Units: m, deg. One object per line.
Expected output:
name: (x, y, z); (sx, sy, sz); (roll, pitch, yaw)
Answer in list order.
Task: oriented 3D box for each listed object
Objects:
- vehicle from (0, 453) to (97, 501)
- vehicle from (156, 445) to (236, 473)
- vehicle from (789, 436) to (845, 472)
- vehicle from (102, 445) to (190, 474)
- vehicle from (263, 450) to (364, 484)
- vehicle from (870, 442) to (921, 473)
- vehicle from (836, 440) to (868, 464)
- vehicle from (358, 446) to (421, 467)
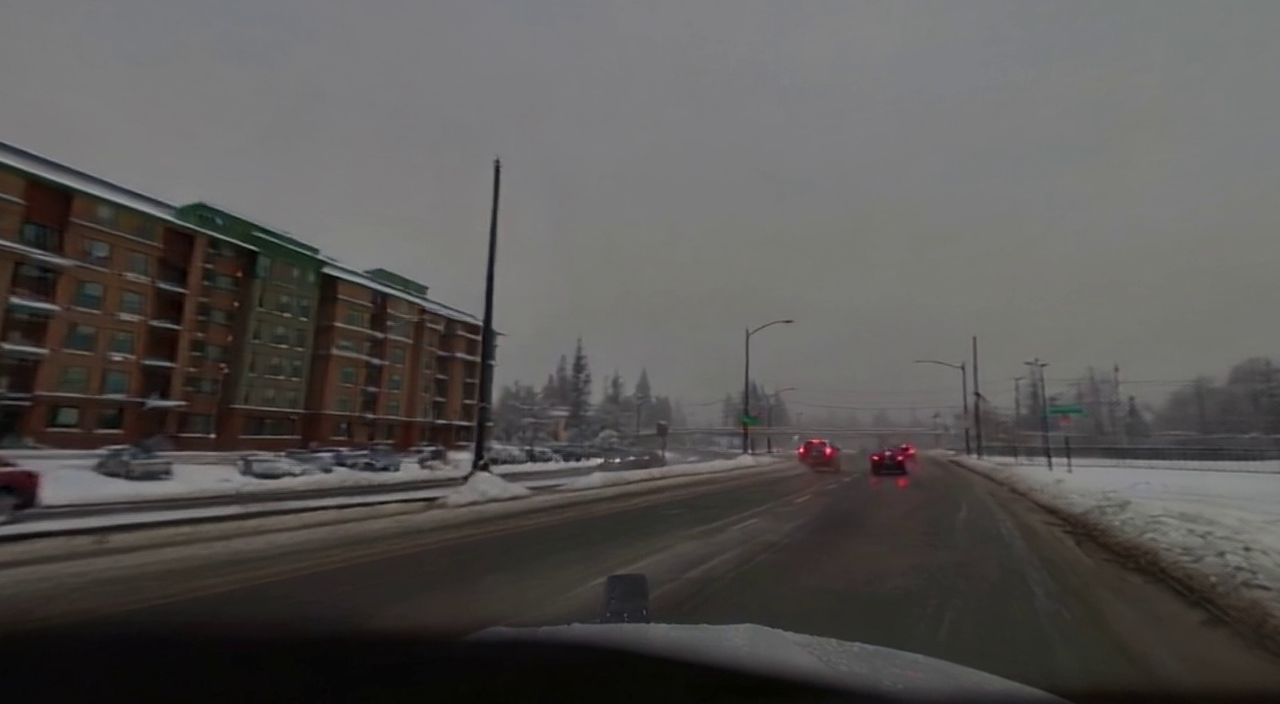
vehicle: (-22.540, 4.434, 22.517); (1.884, 1.575, 4.215); (-4, -9, 23)
vehicle: (-25.422, 6.081, 36.068); (3.990, 1.502, 2.113); (-5, -10, 29)
vehicle: (9.086, 5.171, 32.166); (2.031, 1.692, 4.284); (-4, -9, 24)
vehicle: (-26.535, 5.722, 33.811); (4.108, 1.494, 2.133); (-5, -9, 28)
vehicle: (-17.558, 6.168, 34.165); (1.875, 1.600, 4.604); (-4, -9, 23)
vehicle: (12.897, 5.242, 31.625); (2.041, 1.444, 4.710); (-4, -9, 24)
vehicle: (15.850, 7.405, 47.011); (1.857, 1.697, 4.011); (-4, -9, 23)
vehicle: (-19.123, 7.936, 48.106); (4.431, 1.510, 1.947); (-4, -9, 28)
